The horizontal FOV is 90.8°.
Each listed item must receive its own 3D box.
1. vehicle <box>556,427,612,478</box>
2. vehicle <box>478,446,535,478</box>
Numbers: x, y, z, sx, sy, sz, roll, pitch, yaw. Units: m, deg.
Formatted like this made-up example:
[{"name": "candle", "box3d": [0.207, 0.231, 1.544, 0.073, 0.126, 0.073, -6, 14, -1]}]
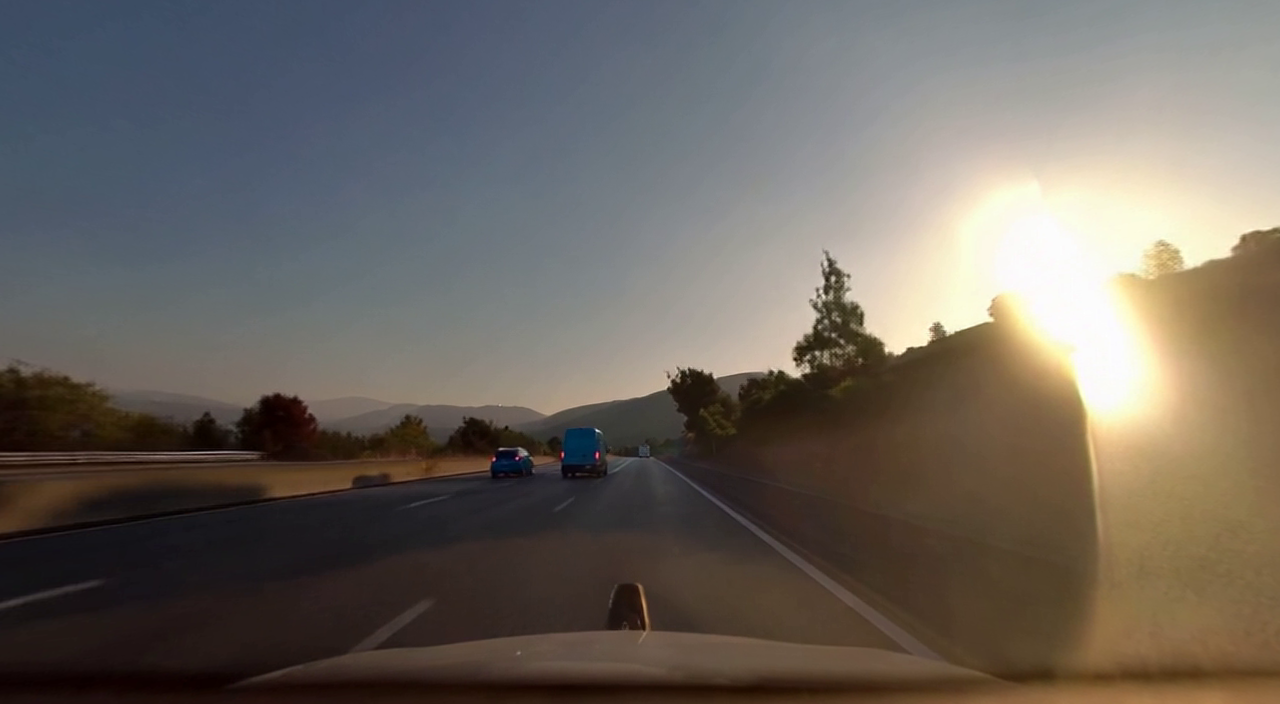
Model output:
[{"name": "vehicle", "box3d": [-2.947, 5.513, 34.709, 2.437, 2.565, 5.829, 0, -9, 1]}, {"name": "vehicle", "box3d": [-7.306, 6.058, 35.011, 2.164, 1.664, 4.252, 0, -9, 1]}]
